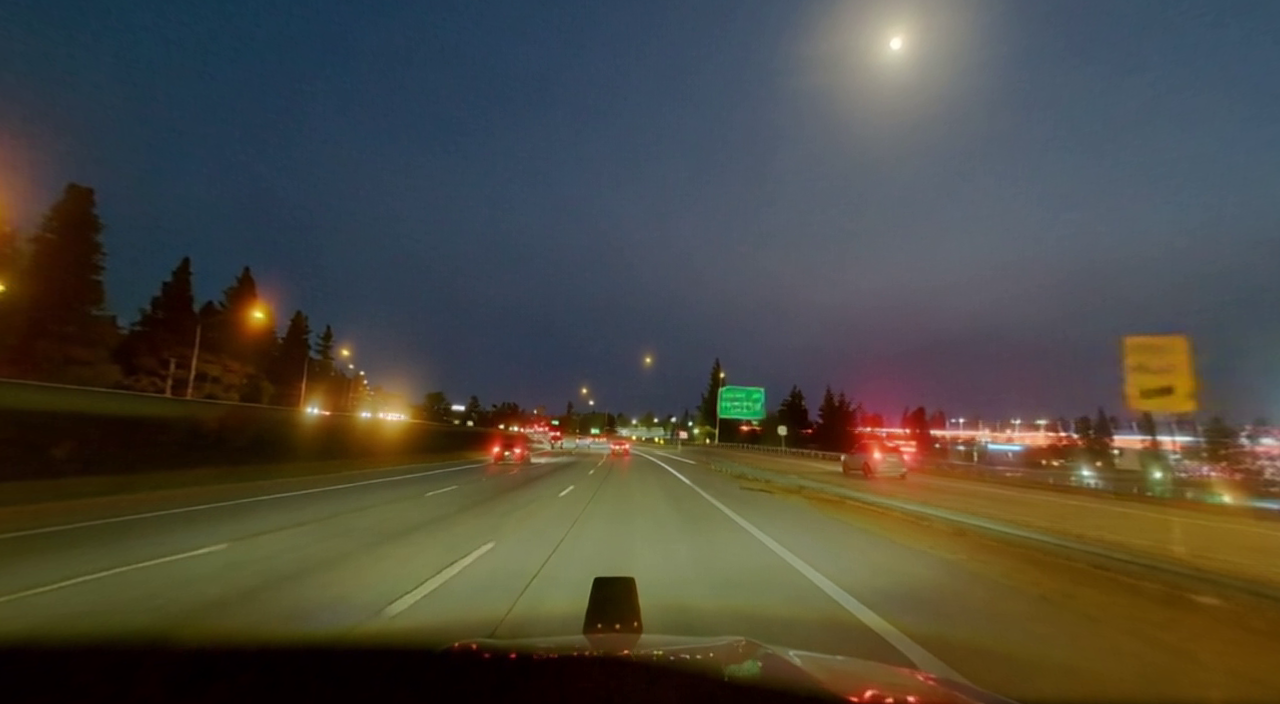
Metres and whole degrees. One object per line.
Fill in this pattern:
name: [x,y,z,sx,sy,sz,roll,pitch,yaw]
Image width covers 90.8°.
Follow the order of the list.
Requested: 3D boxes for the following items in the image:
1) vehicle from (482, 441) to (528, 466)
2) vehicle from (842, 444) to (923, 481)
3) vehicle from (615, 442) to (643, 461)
vehicle: [-8.372,6.355,39.597,2.009,1.454,4.250,0,-9,-1]
vehicle: [12.553,5.702,33.022,2.023,1.782,4.193,1,-9,-9]
vehicle: [-0.867,7.655,48.770,2.038,1.414,4.357,0,-9,-2]
